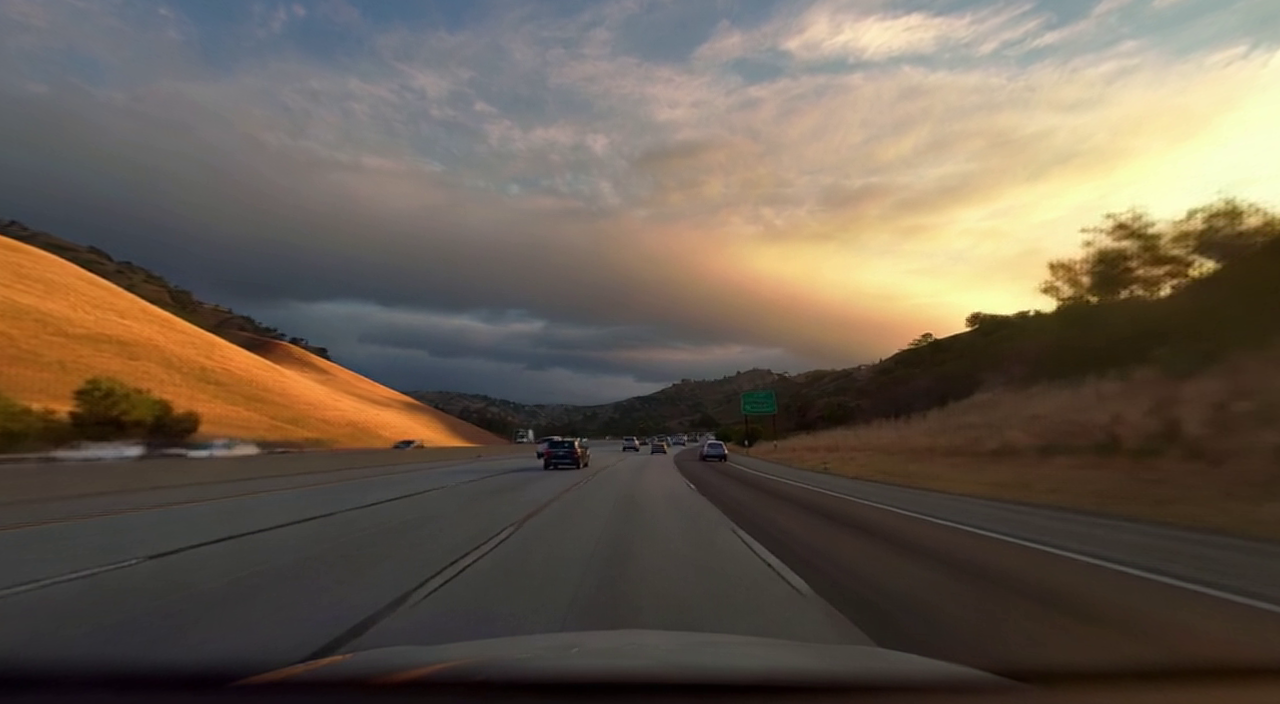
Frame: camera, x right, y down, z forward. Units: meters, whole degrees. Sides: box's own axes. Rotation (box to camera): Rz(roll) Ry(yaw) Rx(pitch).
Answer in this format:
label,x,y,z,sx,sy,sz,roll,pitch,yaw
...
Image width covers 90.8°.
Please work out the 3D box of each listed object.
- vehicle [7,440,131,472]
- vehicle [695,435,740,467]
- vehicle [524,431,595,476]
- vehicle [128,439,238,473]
label,x,y,z,sx,sy,sz,roll,pitch,yaw
vehicle,-28.773,5.249,32.065,1.910,1.476,4.599,0,-8,2
vehicle,4.615,5.951,38.138,2.164,1.788,4.500,0,-8,0
vehicle,-3.237,4.196,26.387,2.166,1.700,4.661,0,-8,2
vehicle,-21.231,4.841,29.611,1.822,1.480,4.290,0,-8,2
